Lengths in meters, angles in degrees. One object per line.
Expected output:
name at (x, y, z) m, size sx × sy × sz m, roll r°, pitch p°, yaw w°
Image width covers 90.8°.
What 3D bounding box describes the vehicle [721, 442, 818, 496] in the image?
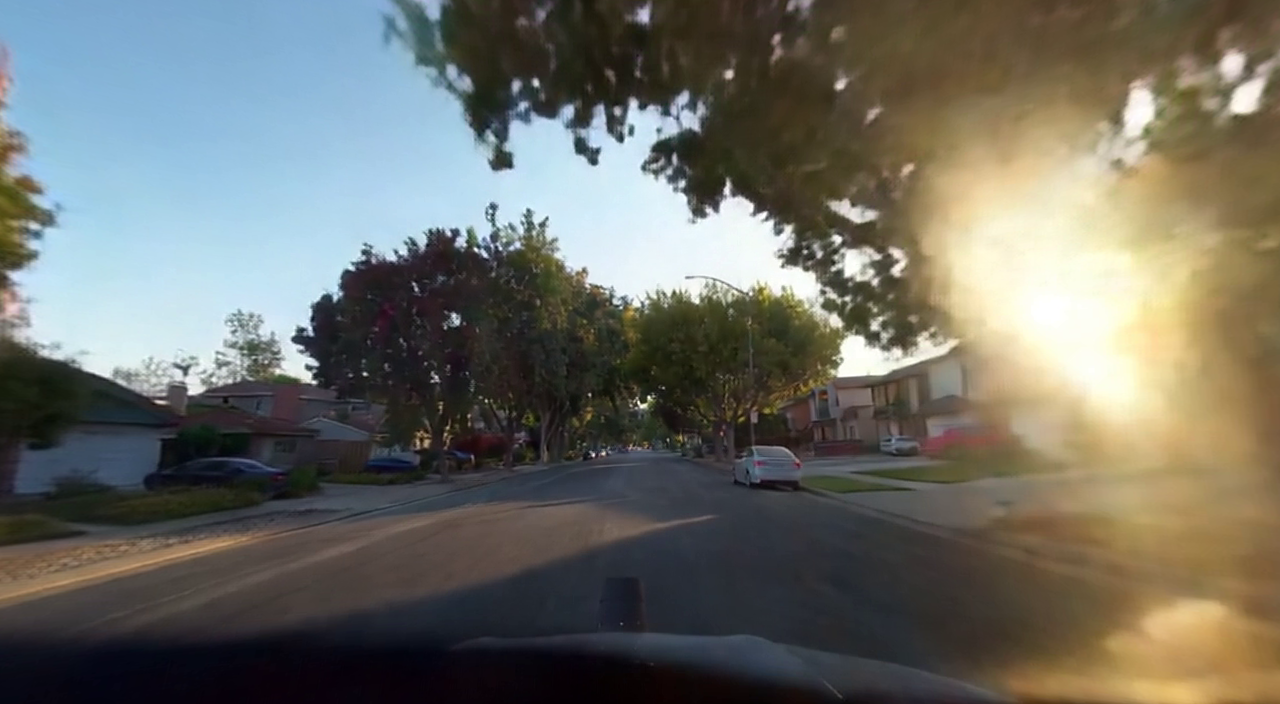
vehicle at (3.852, 3.558, 19.623) m, size 2.013 × 1.473 × 4.329 m, roll 0°, pitch -9°, yaw -1°
